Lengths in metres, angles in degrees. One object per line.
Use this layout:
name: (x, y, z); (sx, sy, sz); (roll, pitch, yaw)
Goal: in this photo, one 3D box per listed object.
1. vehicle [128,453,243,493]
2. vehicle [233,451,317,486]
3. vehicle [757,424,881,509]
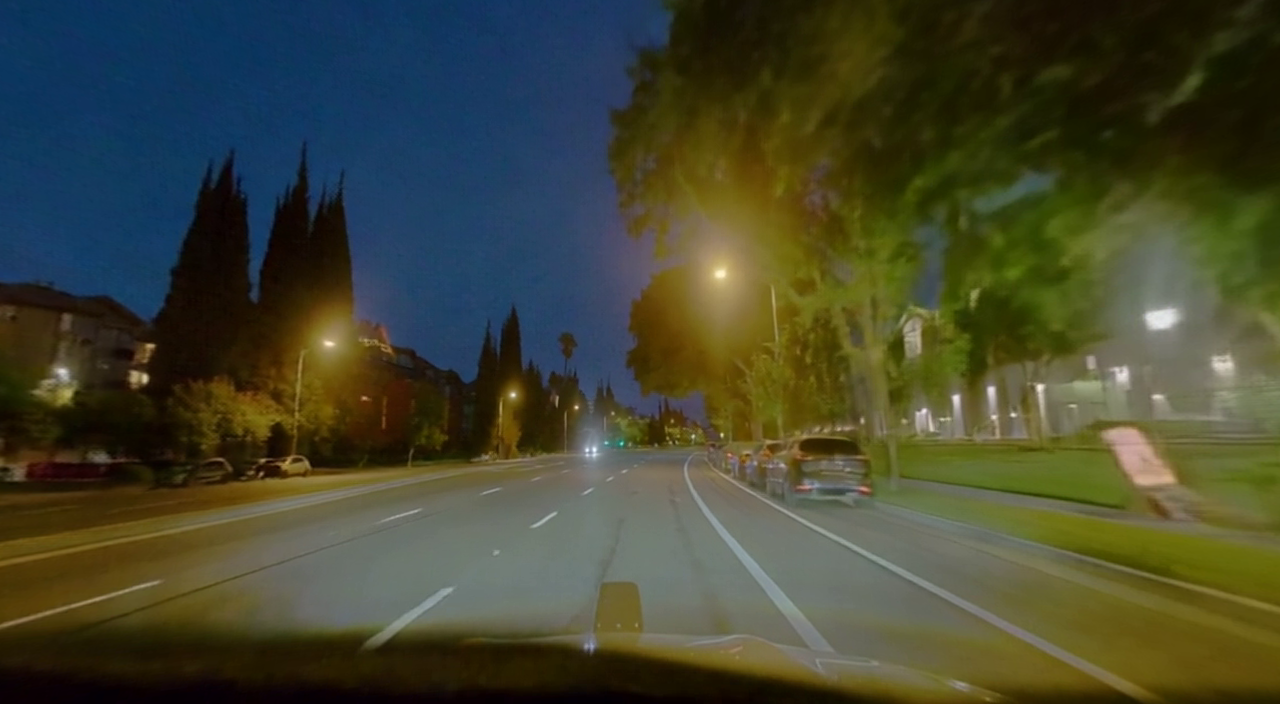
vehicle: (-23.273, 6.198, 32.636); (2.120, 1.824, 4.908); (-1, -9, 3)
vehicle: (-22.572, 7.201, 39.317); (2.171, 1.745, 4.867); (-2, -7, 3)
vehicle: (4.099, 2.700, 15.283); (2.013, 1.710, 4.403); (-1, -9, 4)
